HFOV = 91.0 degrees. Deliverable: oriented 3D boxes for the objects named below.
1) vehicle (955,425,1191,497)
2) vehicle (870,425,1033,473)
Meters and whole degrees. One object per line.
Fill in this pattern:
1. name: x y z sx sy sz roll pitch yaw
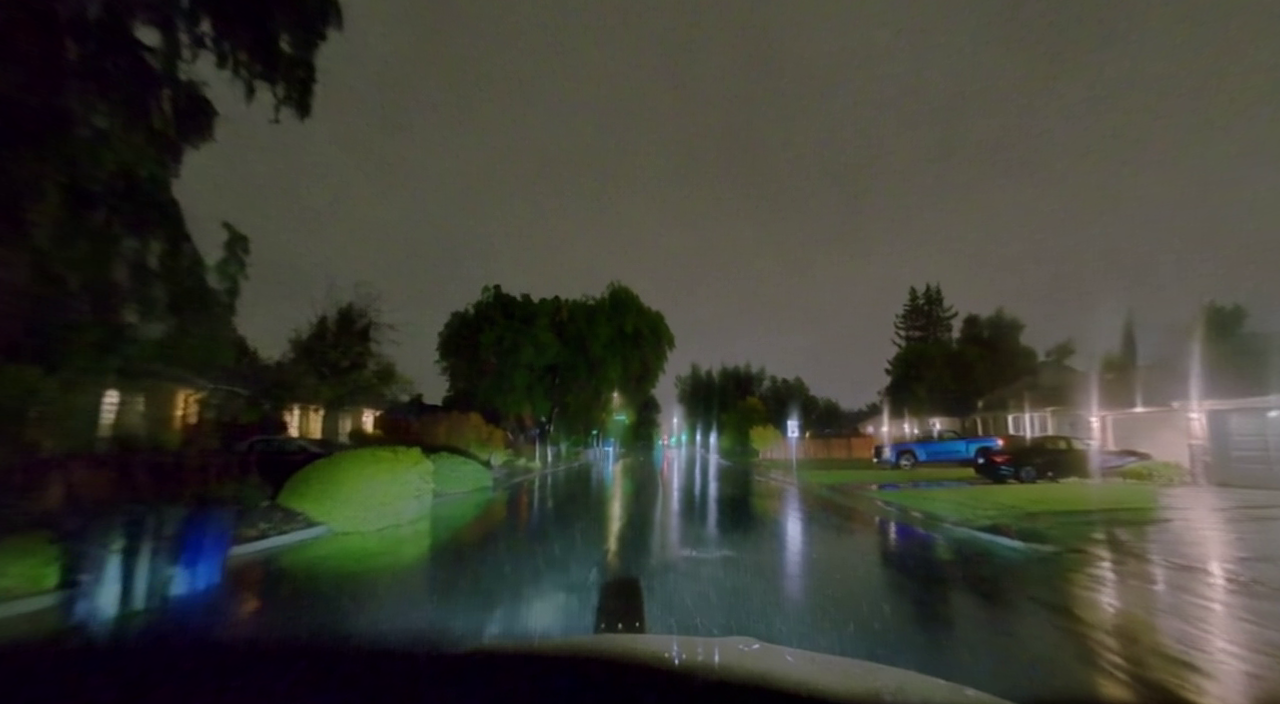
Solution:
1. vehicle: 11.286 2.871 16.696 4.710 1.512 1.894 -3 -9 1
2. vehicle: 12.899 4.063 26.406 5.637 1.890 2.171 0 -8 3
